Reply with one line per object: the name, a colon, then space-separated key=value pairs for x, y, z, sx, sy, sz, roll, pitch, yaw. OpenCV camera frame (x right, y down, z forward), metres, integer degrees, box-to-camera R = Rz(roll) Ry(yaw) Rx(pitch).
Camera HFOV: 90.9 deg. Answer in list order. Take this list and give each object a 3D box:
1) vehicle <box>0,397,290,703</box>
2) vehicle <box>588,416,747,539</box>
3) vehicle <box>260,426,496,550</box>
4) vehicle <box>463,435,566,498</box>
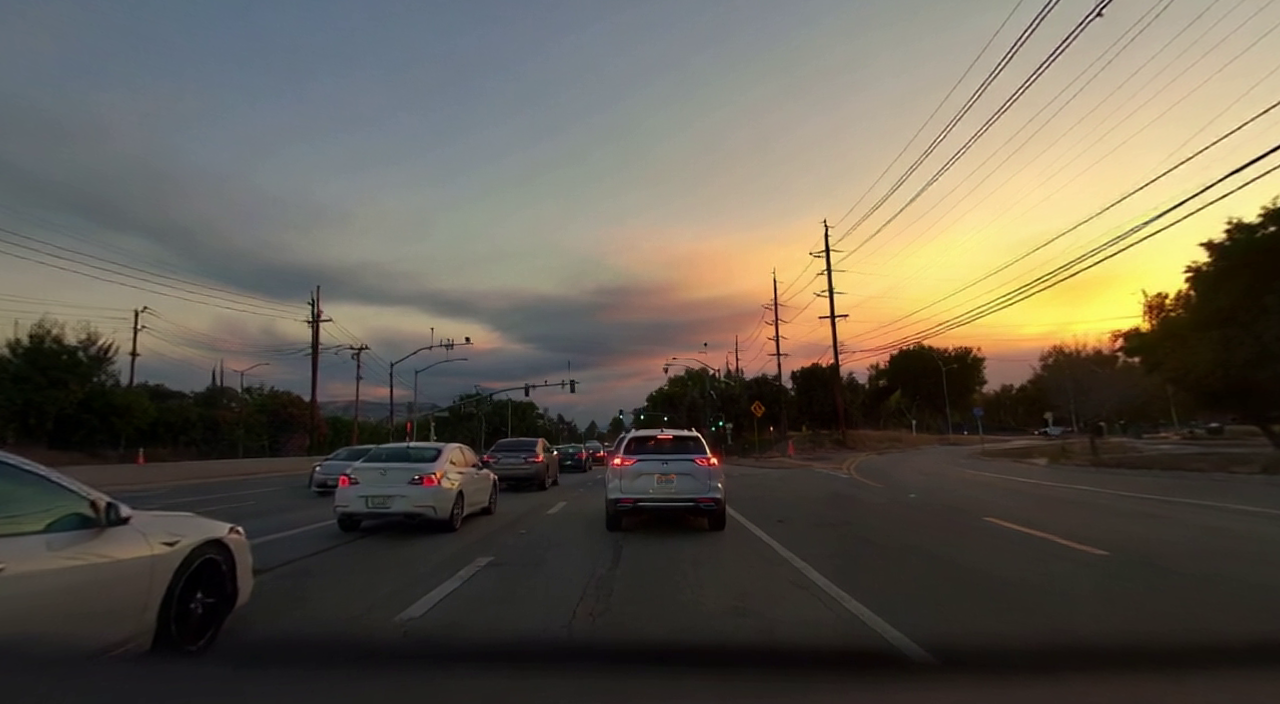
vehicle: x=-3.728 y=0.898 z=2.356 sx=2.051 sy=1.488 sz=4.806 roll=0 pitch=-9 yaw=0
vehicle: x=0.422 y=2.045 z=10.795 sx=2.205 sy=1.691 sz=3.937 roll=0 pitch=-9 yaw=1
vehicle: x=-3.811 y=2.034 z=10.095 sx=1.999 sy=1.563 sz=4.007 roll=0 pitch=-9 yaw=1
vehicle: x=-3.590 y=3.365 z=18.909 sx=2.018 sy=1.621 sz=4.441 roll=-1 pitch=-9 yaw=2
